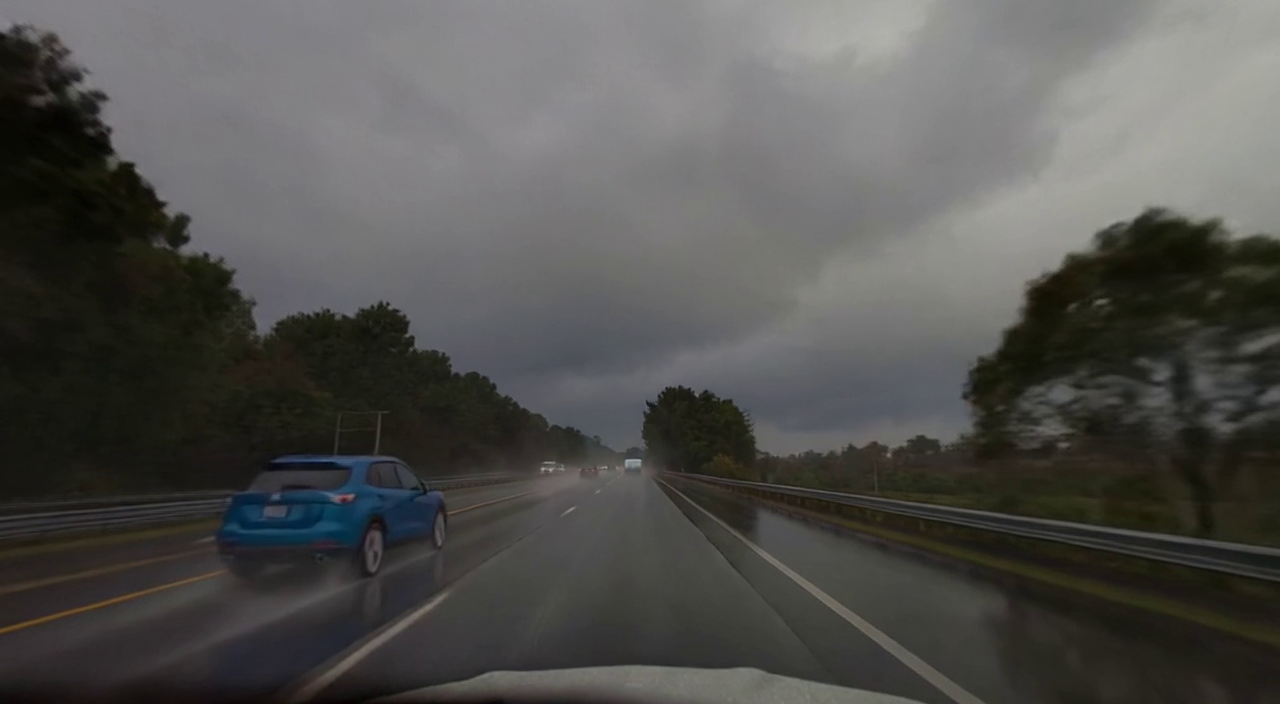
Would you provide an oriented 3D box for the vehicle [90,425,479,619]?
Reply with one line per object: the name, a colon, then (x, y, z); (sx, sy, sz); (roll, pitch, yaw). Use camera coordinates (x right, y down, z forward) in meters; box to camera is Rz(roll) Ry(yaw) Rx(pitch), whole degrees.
vehicle: (-3.746, 1.927, 7.981); (2.123, 1.666, 4.709); (1, -10, 0)
